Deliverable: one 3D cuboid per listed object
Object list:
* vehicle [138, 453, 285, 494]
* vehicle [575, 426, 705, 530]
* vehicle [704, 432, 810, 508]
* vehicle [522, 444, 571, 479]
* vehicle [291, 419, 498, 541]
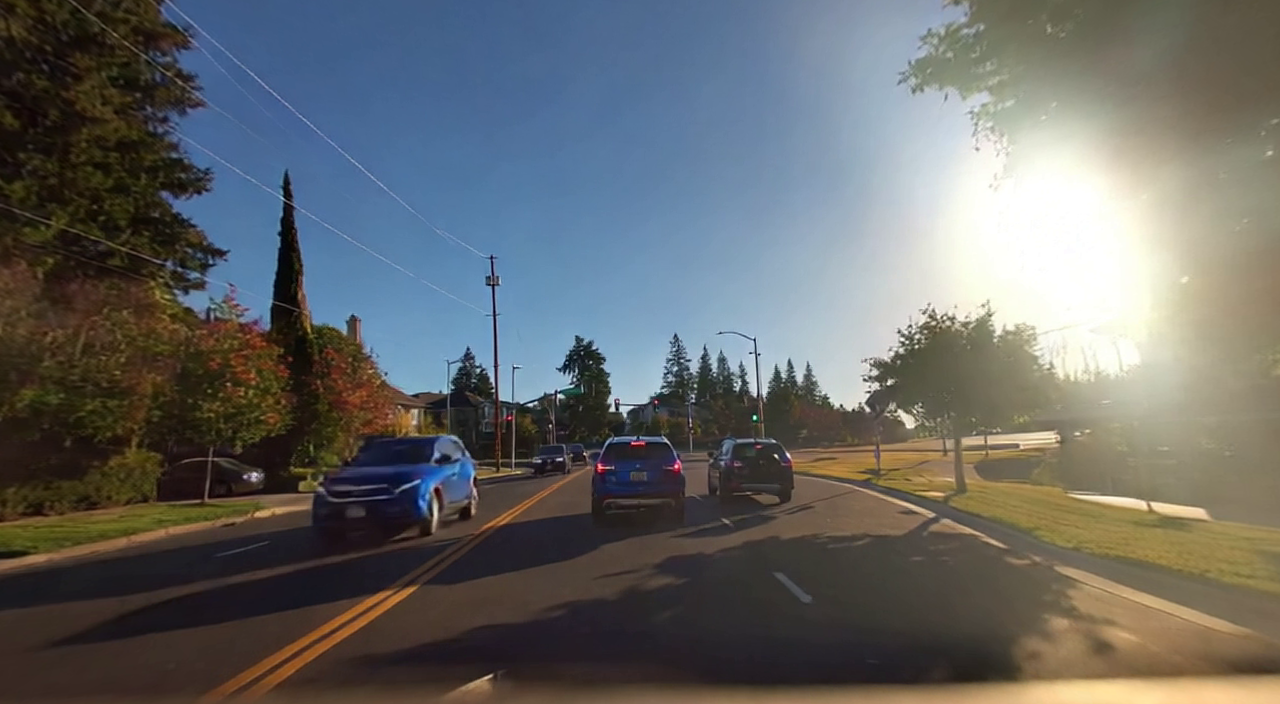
[{"bbox_3d":[-16.273,4.630,24.087,4.245,1.446,1.827,0,-8,0],"label":"vehicle"},{"bbox_3d":[-0.033,2.405,12.579,2.151,1.695,4.100,0,-8,-1],"label":"vehicle"},{"bbox_3d":[3.002,3.122,17.146,1.967,1.756,4.281,0,-8,-1],"label":"vehicle"},{"bbox_3d":[-4.948,5.814,33.786,2.063,1.727,3.923,0,-8,-1],"label":"vehicle"},{"bbox_3d":[-4.600,2.476,13.037,2.138,1.938,5.584,0,-8,-1],"label":"vehicle"}]
